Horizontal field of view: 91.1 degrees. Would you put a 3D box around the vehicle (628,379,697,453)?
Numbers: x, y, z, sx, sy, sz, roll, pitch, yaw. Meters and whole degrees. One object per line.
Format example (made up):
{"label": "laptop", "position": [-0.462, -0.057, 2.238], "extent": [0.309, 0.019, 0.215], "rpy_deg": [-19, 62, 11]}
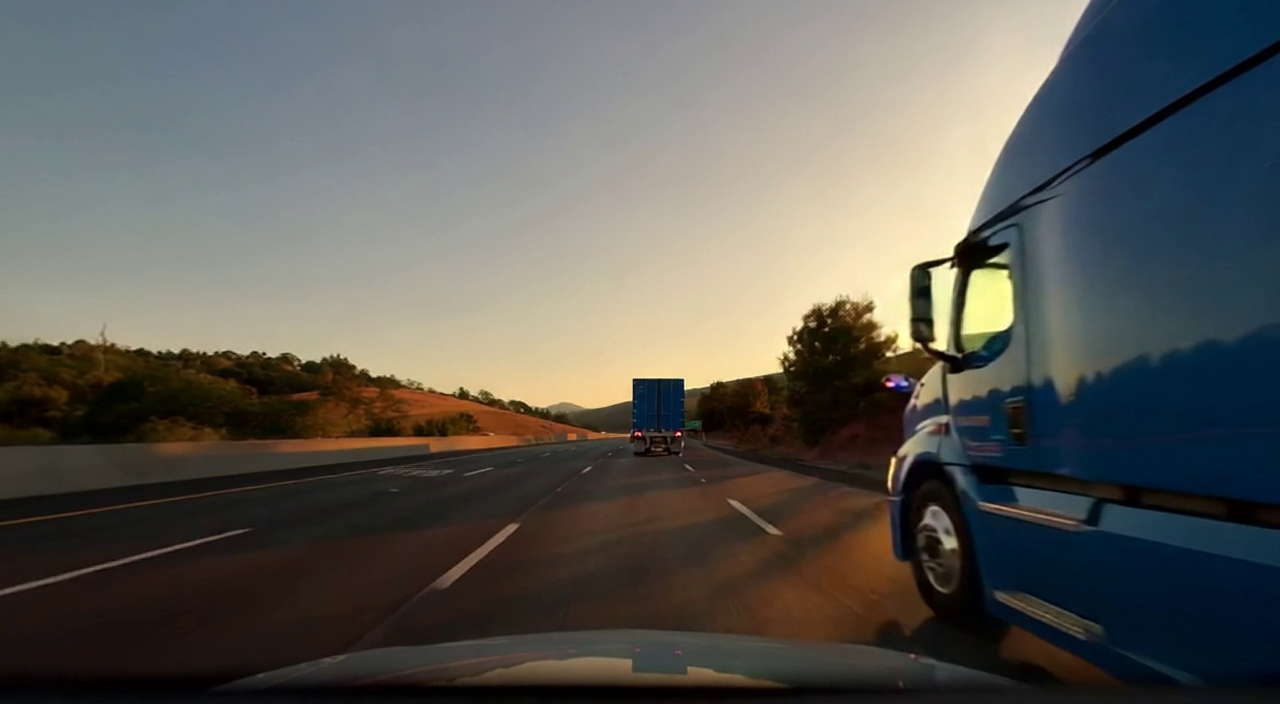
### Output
{"label": "vehicle", "position": [1.258, 4.034, 37.839], "extent": [3.446, 3.698, 12.089], "rpy_deg": [0, -8, 1]}
